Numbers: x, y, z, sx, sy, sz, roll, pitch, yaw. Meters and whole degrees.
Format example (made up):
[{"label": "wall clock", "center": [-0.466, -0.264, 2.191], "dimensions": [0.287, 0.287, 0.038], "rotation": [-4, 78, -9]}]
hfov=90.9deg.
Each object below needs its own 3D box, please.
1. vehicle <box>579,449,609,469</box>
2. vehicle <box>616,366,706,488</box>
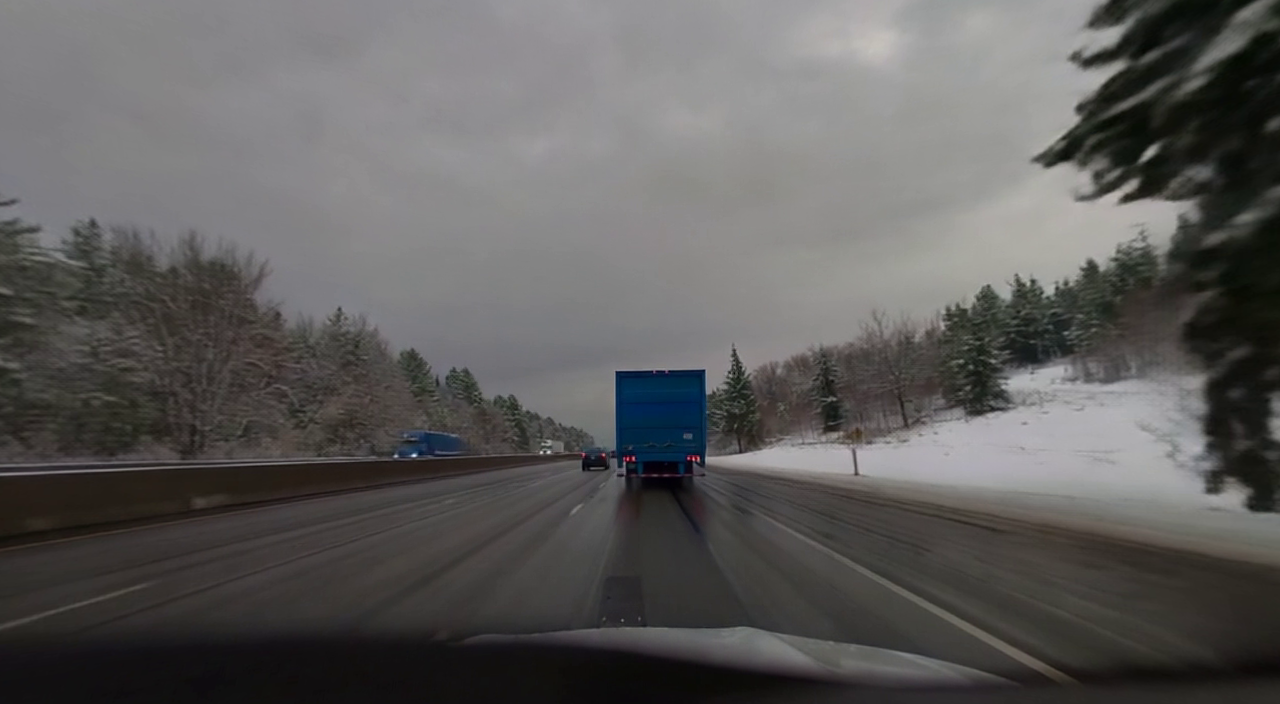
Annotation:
[{"label": "vehicle", "center": [-3.525, 8.249, 48.835], "dimensions": [1.985, 1.482, 3.923], "rotation": [0, -9, 0]}, {"label": "vehicle", "center": [0.626, 3.209, 25.668], "dimensions": [2.898, 3.973, 10.063], "rotation": [0, -9, -1]}]
